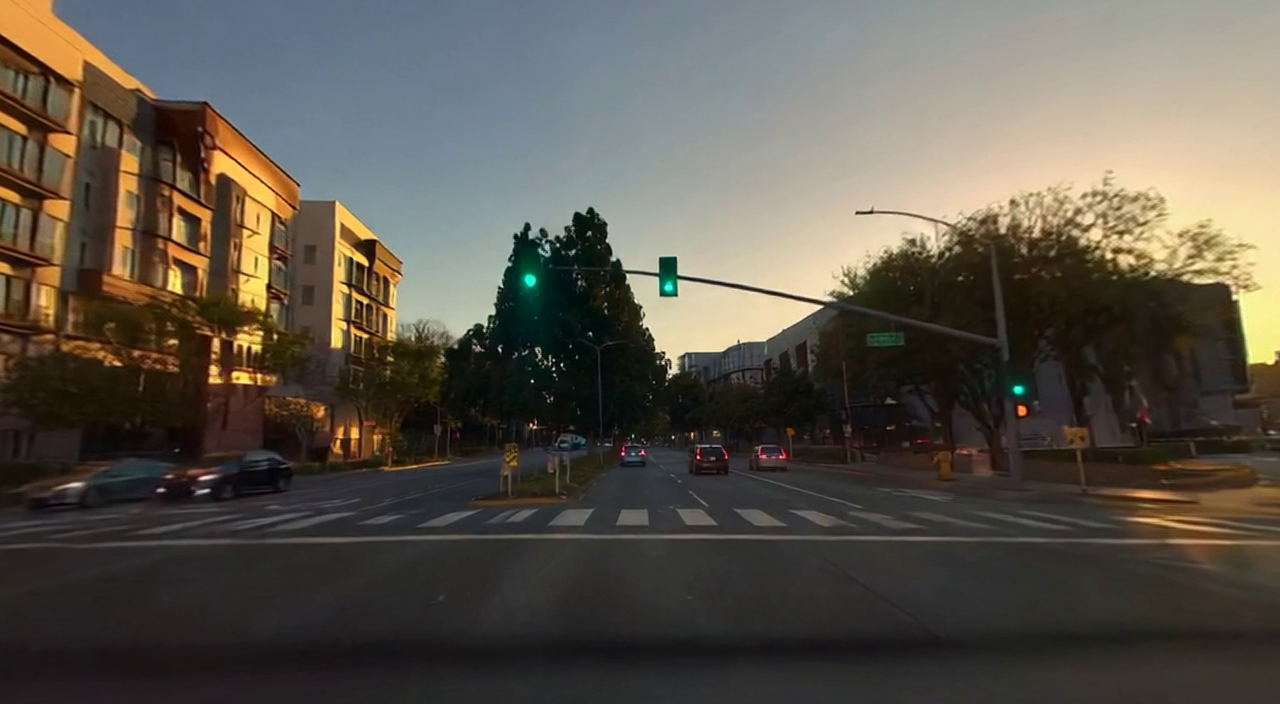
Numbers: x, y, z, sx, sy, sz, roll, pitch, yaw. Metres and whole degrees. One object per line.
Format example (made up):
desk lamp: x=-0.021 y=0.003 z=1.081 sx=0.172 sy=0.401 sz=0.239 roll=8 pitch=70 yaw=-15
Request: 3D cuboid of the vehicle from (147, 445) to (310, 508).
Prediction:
vehicle: x=-12.347 y=3.718 z=19.409 sx=2.004 sy=1.669 sz=4.487 roll=0 pitch=-8 yaw=0

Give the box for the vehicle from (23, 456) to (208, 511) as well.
vehicle: x=-16.429 y=4.092 z=20.172 sx=2.075 sy=1.465 sz=4.443 roll=0 pitch=-8 yaw=0

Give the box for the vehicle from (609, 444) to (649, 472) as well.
vehicle: x=-0.642 y=6.105 z=36.639 sx=2.143 sy=1.480 sz=4.006 roll=0 pitch=-8 yaw=-1

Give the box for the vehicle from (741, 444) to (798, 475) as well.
vehicle: x=6.564 y=5.472 z=32.524 sx=1.861 sy=1.473 sz=4.393 roll=0 pitch=-8 yaw=-2

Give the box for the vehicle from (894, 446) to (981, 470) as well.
vehicle: x=19.435 y=6.941 z=41.423 sx=4.712 sy=1.460 sz=1.893 roll=0 pitch=-9 yaw=-3

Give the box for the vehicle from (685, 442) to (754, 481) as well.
vehicle: x=3.252 y=4.604 z=26.864 sx=2.226 sy=1.490 sz=4.593 roll=0 pitch=-8 yaw=-2
